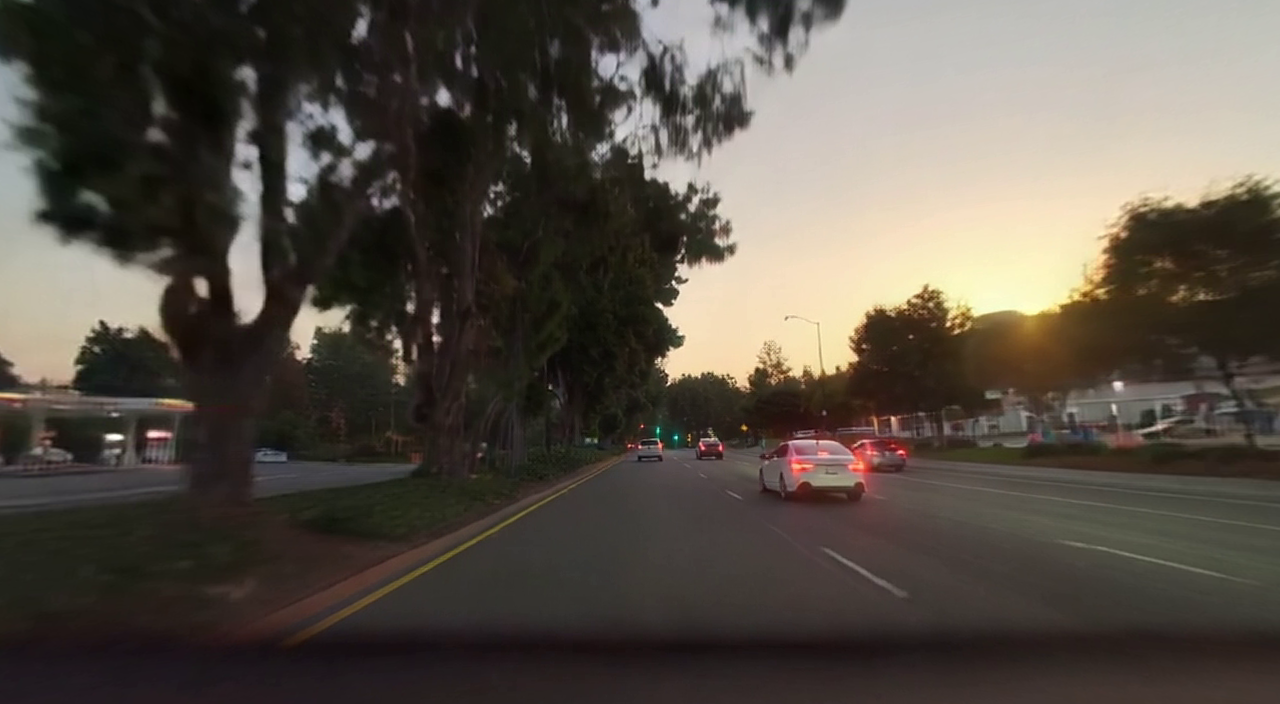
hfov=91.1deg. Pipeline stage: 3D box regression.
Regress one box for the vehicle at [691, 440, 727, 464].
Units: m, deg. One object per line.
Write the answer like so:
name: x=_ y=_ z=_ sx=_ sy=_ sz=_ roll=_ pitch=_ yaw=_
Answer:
vehicle: x=4.585 y=6.723 z=42.344 sx=1.980 sy=1.515 sz=4.362 roll=0 pitch=-8 yaw=0

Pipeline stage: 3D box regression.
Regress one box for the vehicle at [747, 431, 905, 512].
vehicle: x=3.889 y=2.595 z=14.151 sx=2.119 sy=1.509 sz=4.756 roll=0 pitch=-9 yaw=0

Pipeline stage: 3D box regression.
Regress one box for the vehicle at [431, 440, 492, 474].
vehicle: x=-9.534 y=5.622 z=33.890 sx=2.004 sy=1.683 sz=4.290 roll=0 pitch=-9 yaw=1

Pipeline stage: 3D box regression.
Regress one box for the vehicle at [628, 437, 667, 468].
vehicle: x=0.489 y=5.942 z=37.335 sx=2.172 sy=1.694 sz=4.055 roll=0 pitch=-9 yaw=1
